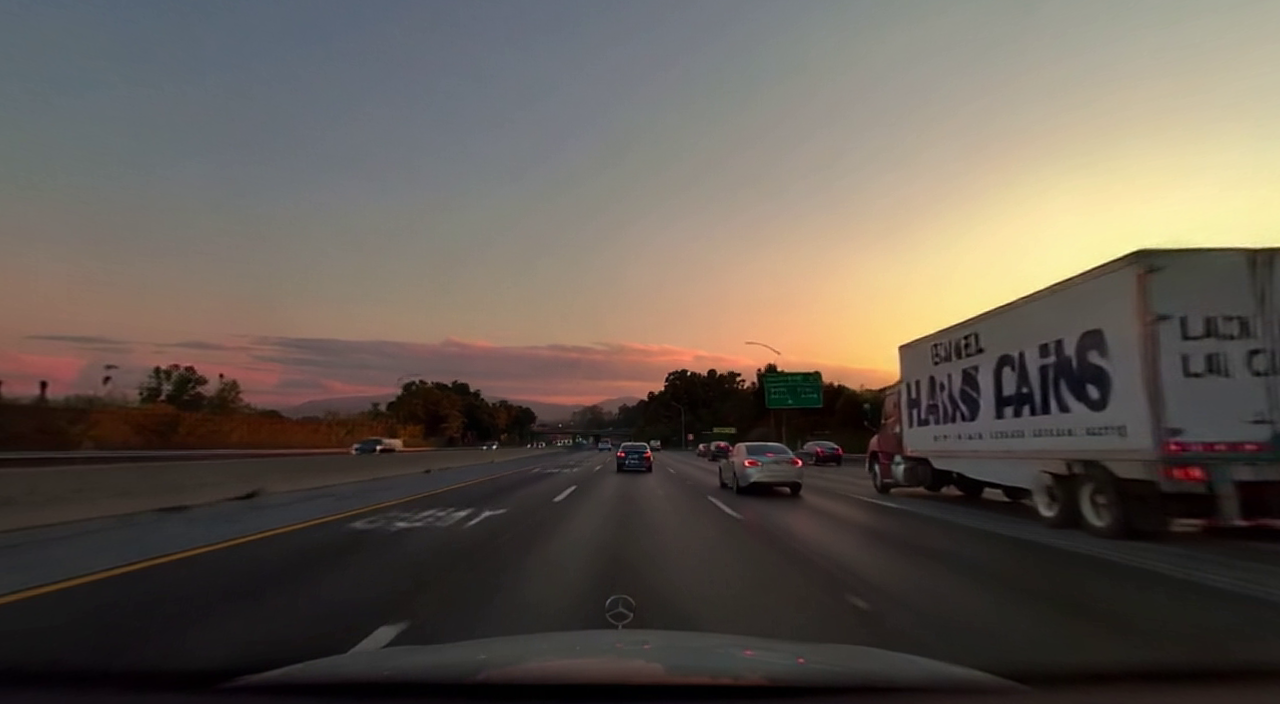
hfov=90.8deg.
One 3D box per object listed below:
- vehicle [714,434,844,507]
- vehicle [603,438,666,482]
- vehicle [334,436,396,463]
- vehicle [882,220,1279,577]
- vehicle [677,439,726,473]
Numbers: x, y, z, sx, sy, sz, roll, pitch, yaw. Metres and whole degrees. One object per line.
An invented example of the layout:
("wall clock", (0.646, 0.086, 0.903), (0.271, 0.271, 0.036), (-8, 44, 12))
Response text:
("vehicle", (3.213, 2.862, 15.711), (1.993, 1.504, 4.781), (0, -9, -2))
("vehicle", (-0.216, 3.918, 23.166), (2.098, 1.475, 3.997), (0, -9, -1))
("vehicle", (-18.190, 6.486, 42.098), (2.149, 1.701, 4.541), (0, -9, -1))
("vehicle", (7.340, 1.051, 10.750), (2.799, 3.655, 8.627), (0, -9, -1))
("vehicle", (2.919, 5.040, 30.780), (1.856, 1.517, 4.198), (0, -9, -2))
